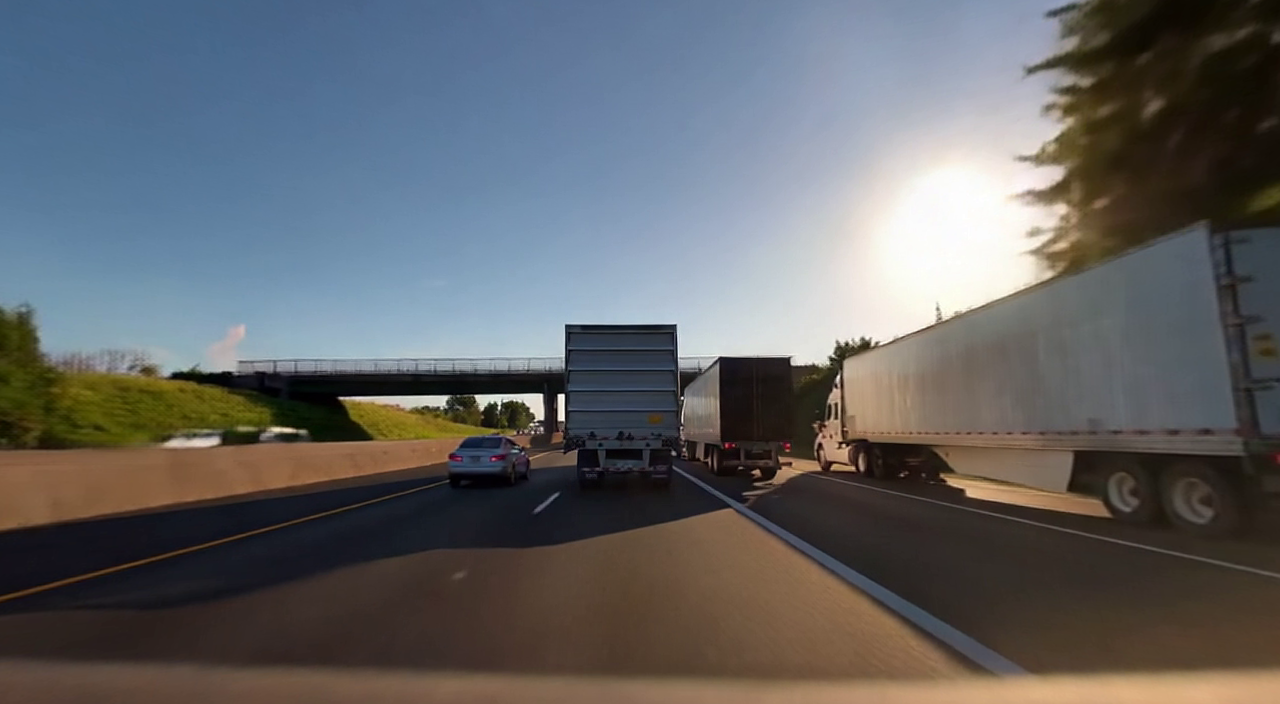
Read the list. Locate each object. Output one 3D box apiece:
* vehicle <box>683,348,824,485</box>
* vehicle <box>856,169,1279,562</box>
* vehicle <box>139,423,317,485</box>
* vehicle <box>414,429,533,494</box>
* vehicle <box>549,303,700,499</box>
[{"bbox_3d":[3.614,2.585,23.700,2.817,3.886,11.491,0,-8,-2],"label":"vehicle"},{"bbox_3d":[8.165,0.928,12.420,3.000,4.114,13.063,0,-8,-1],"label":"vehicle"},{"bbox_3d":[-11.683,2.922,18.385,2.065,1.564,4.640,0,-8,0],"label":"vehicle"},{"bbox_3d":[-4.116,2.751,16.259,2.049,1.483,3.786,0,-8,0],"label":"vehicle"},{"bbox_3d":[-0.510,1.700,18.439,3.090,4.065,10.702,0,-8,-2],"label":"vehicle"}]
